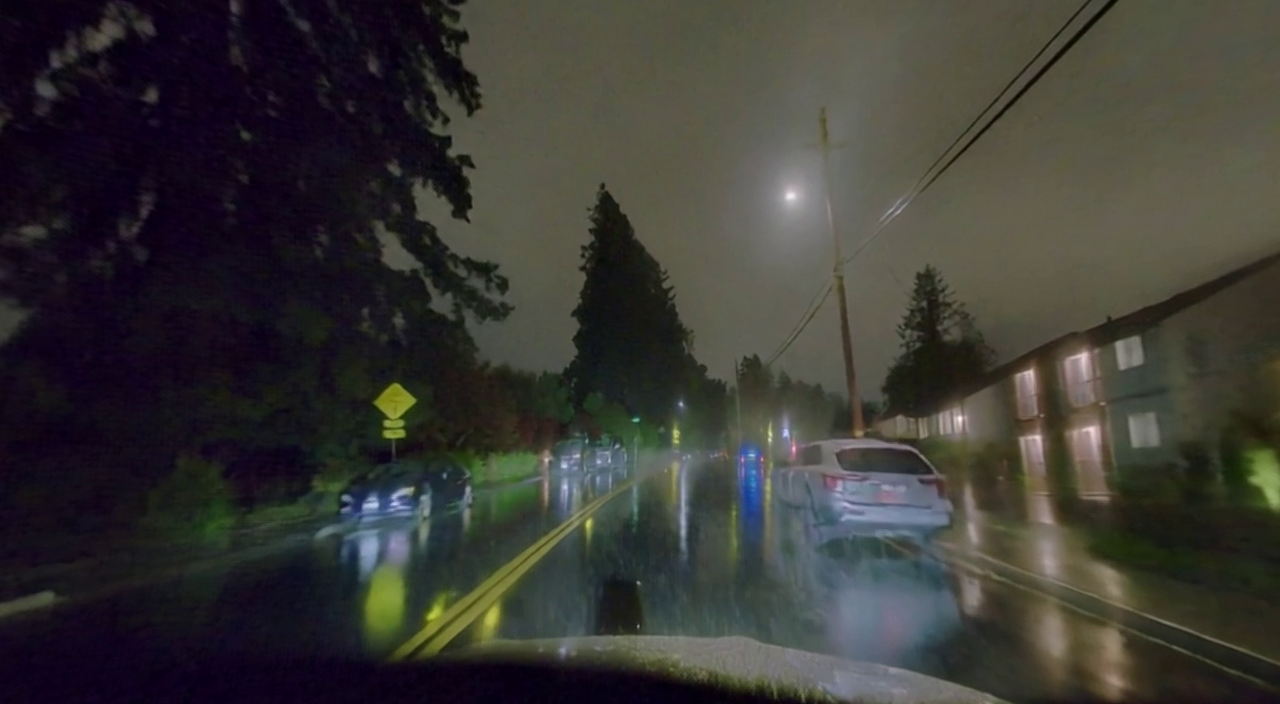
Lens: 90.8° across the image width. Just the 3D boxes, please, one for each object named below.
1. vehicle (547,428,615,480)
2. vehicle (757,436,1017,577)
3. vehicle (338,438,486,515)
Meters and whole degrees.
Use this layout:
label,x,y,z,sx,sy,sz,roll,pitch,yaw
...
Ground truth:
label,x,y,z,sx,sy,sz,roll,pitch,yaw
vehicle,-3.184,5.913,35.738,2.334,2.126,6.444,-6,-15,7
vehicle,3.018,1.958,8.852,1.972,1.460,4.137,-1,-8,0
vehicle,-5.455,3.233,15.815,2.005,1.557,4.172,-3,-15,2
